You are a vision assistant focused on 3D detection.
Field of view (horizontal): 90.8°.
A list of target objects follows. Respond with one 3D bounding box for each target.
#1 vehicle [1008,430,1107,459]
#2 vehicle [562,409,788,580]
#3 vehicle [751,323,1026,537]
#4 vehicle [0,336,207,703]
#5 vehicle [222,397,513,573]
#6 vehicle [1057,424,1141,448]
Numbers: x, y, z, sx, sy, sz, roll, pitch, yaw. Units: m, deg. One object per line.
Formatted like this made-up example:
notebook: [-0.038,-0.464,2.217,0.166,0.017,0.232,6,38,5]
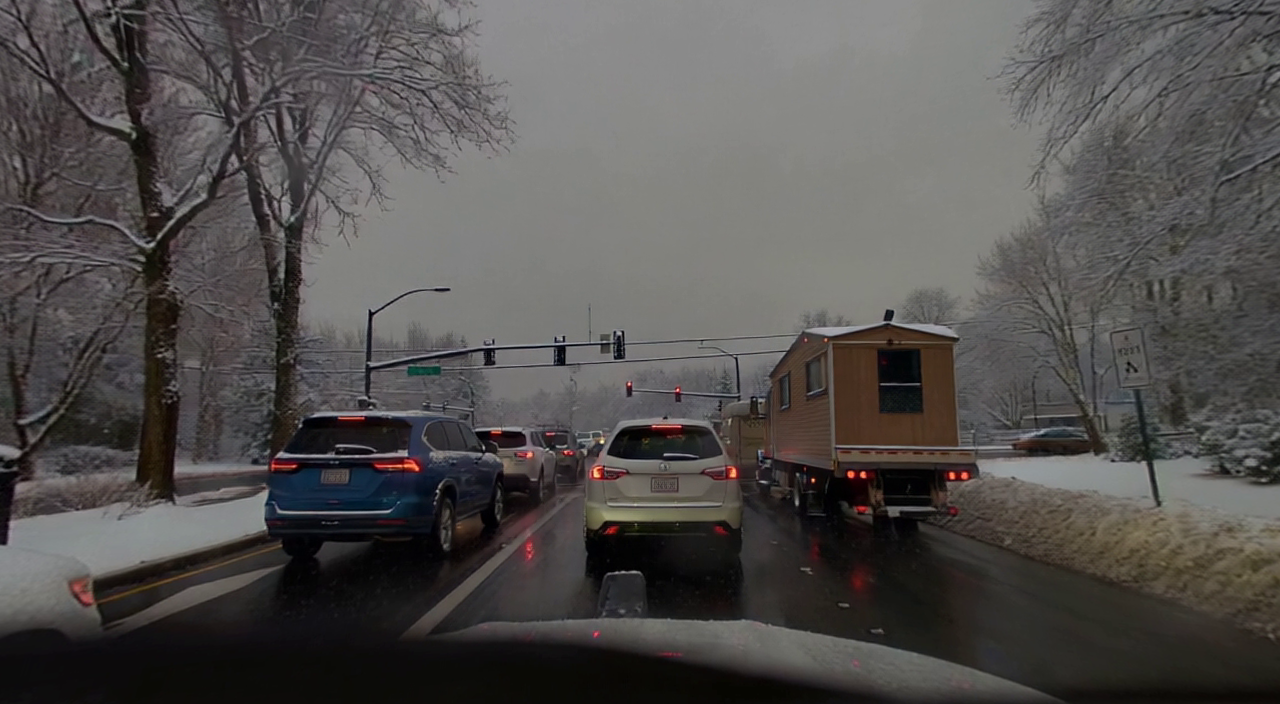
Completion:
vehicle: [24.016,5.343,36.401,4.426,1.570,1.818,0,-8,-3]
vehicle: [0.345,1.704,8.320,2.189,1.649,4.171,0,-9,0]
vehicle: [3.676,1.400,10.999,2.531,2.750,5.595,0,-9,1]
vehicle: [-3.437,0.671,1.482,1.952,1.730,4.116,0,-9,-1]
vehicle: [-3.282,1.712,8.847,2.085,1.812,4.388,0,-9,0]
vehicle: [33.210,6.125,45.865,4.671,1.595,1.824,-5,-10,31]
